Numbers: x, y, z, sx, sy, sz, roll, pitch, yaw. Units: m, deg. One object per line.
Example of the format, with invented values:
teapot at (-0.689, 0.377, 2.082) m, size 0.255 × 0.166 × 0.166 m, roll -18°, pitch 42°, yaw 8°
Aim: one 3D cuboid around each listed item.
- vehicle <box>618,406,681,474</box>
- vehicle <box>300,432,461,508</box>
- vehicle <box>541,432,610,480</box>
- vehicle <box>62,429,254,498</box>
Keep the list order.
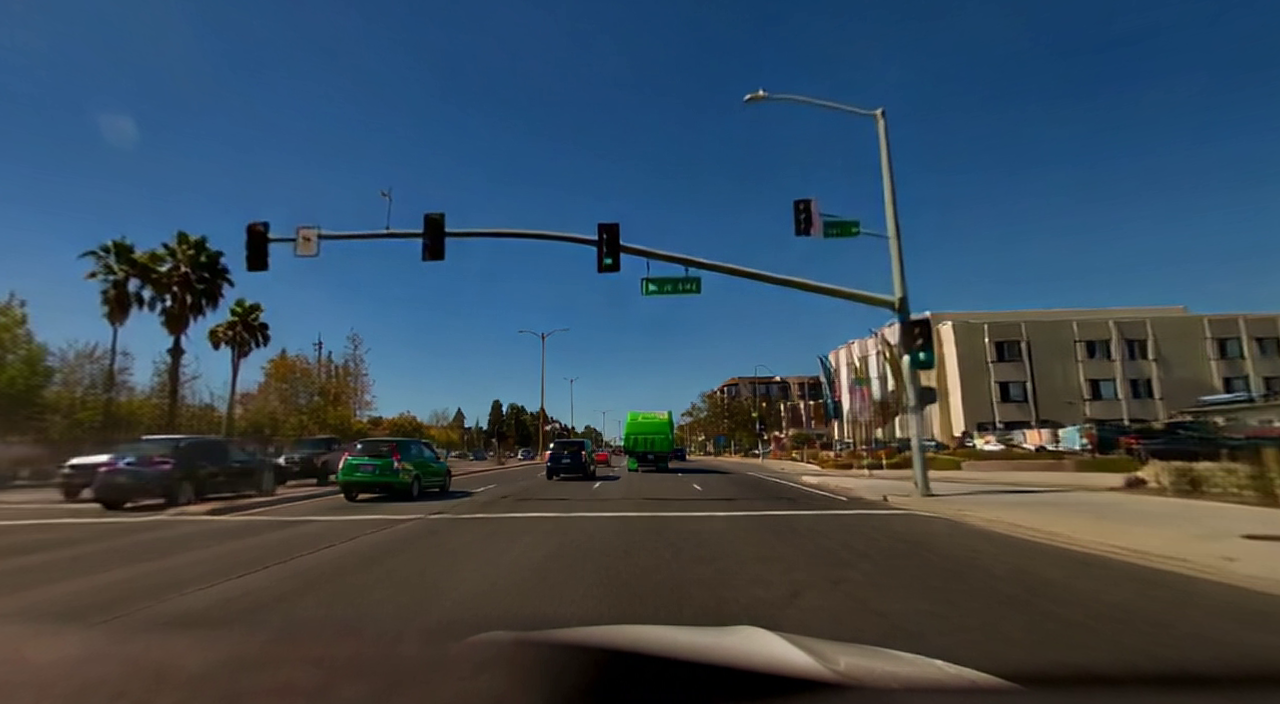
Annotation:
vehicle at (0.513, 4.696, 33.323) m, size 2.993 × 3.235 × 6.692 m, roll 0°, pitch -8°, yaw 1°
vehicle at (-6.328, 2.920, 16.043) m, size 2.045 × 1.630 × 4.680 m, roll 0°, pitch -8°, yaw 1°
vehicle at (-2.593, 4.352, 26.526) m, size 2.178 × 1.826 × 4.933 m, roll 0°, pitch -8°, yaw 2°
vehicle at (-14.651, 3.483, 19.574) m, size 2.040 × 1.745 × 4.899 m, roll -3°, pitch -10°, yaw 1°
